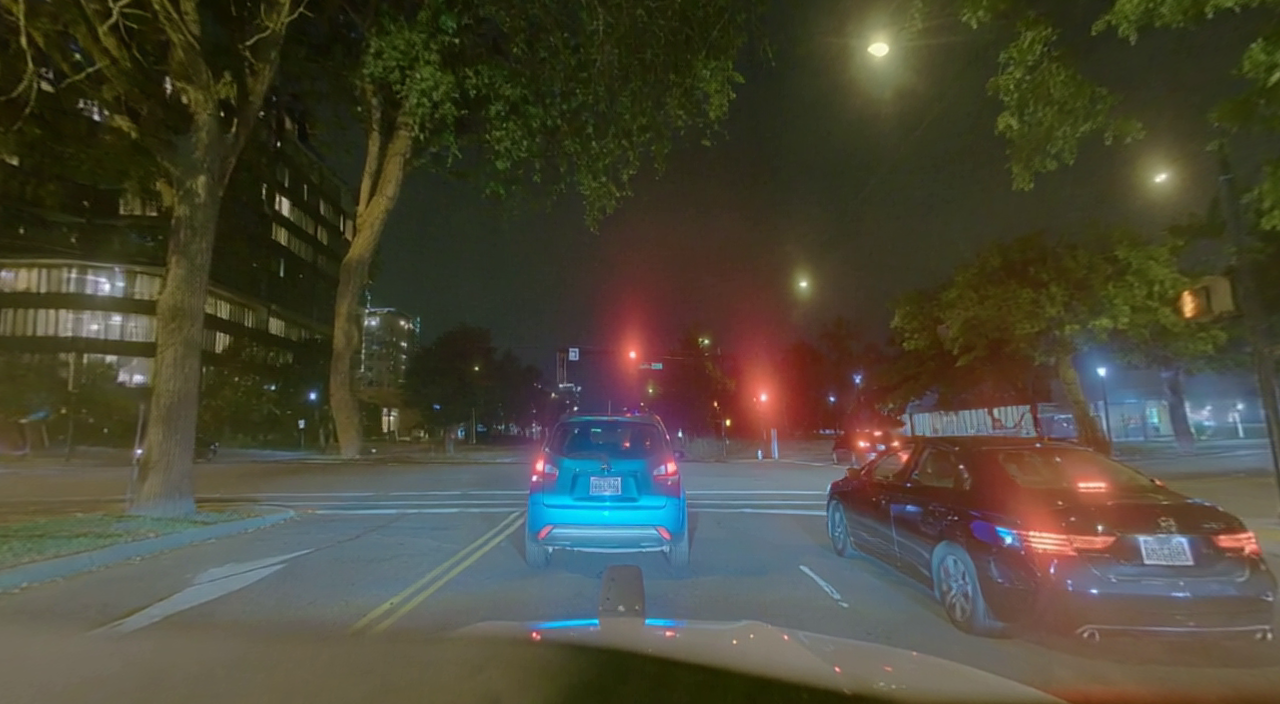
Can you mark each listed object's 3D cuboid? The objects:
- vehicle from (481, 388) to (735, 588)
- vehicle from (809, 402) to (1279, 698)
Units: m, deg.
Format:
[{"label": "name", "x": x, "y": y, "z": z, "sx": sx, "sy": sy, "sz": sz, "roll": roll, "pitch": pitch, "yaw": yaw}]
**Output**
[{"label": "vehicle", "x": -0.343, "y": 1.523, "z": 7.801, "sx": 2.247, "sy": 1.760, "sz": 4.231, "roll": 0, "pitch": -9, "yaw": -2}, {"label": "vehicle", "x": 3.173, "y": 1.401, "z": 5.754, "sx": 1.932, "sy": 1.562, "sz": 4.629, "roll": 0, "pitch": -9, "yaw": -1}]
